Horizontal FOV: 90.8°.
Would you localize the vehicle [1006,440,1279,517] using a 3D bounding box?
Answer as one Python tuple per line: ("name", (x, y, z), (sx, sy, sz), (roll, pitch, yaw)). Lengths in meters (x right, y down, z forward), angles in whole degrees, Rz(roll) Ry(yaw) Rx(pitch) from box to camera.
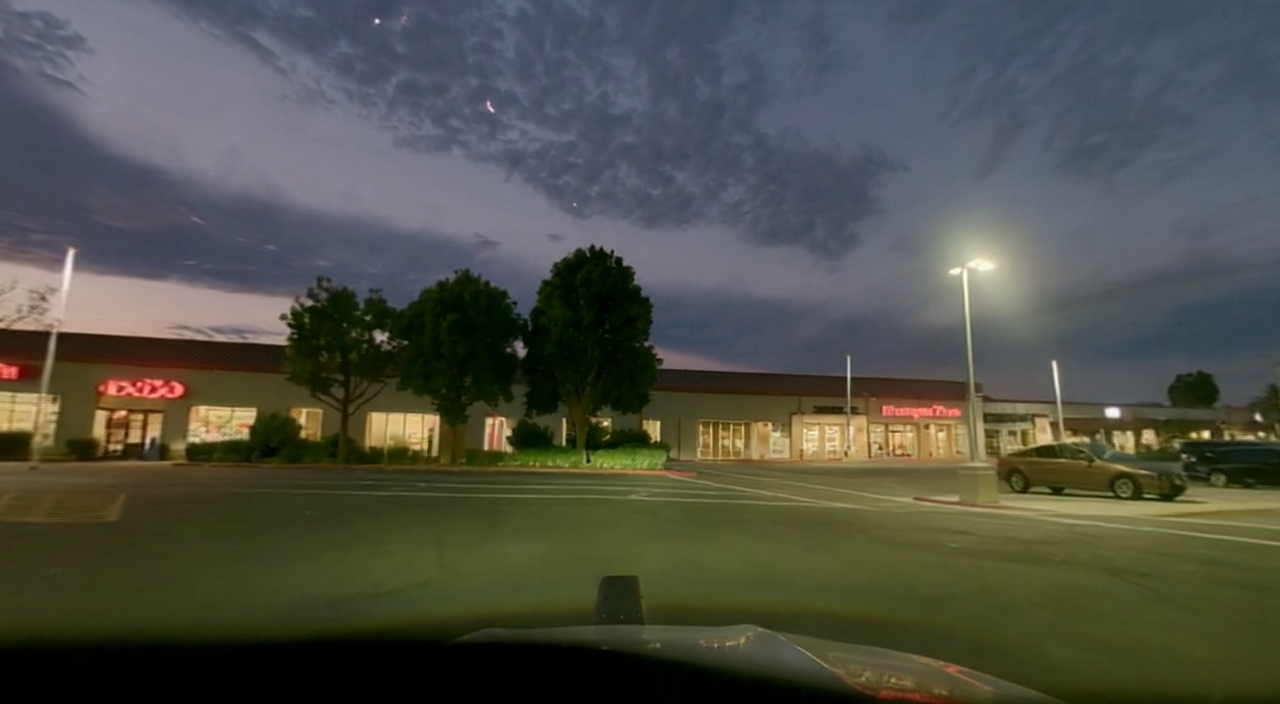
("vehicle", (11.557, 2.882, 15.112), (2.140, 1.507, 4.856), (1, -8, -9))
